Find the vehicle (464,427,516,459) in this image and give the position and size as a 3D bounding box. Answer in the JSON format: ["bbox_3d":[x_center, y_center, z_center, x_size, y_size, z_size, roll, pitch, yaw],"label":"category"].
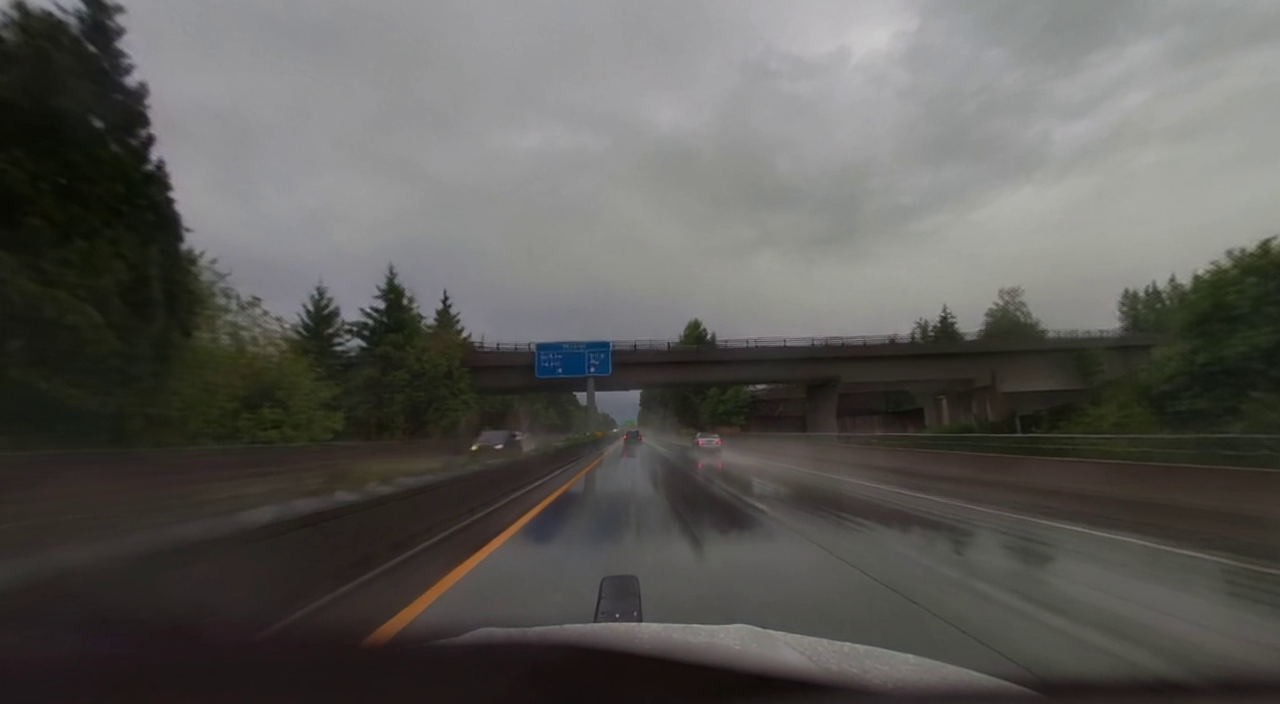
[{"bbox_3d":[-9.198,5.612,39.041,1.986,1.784,5.223,0,-8,0],"label":"vehicle"}]

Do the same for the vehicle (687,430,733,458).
[{"bbox_3d":[3.977,5.301,36.506,2.010,1.526,4.438,0,-8,-2],"label":"vehicle"}]
